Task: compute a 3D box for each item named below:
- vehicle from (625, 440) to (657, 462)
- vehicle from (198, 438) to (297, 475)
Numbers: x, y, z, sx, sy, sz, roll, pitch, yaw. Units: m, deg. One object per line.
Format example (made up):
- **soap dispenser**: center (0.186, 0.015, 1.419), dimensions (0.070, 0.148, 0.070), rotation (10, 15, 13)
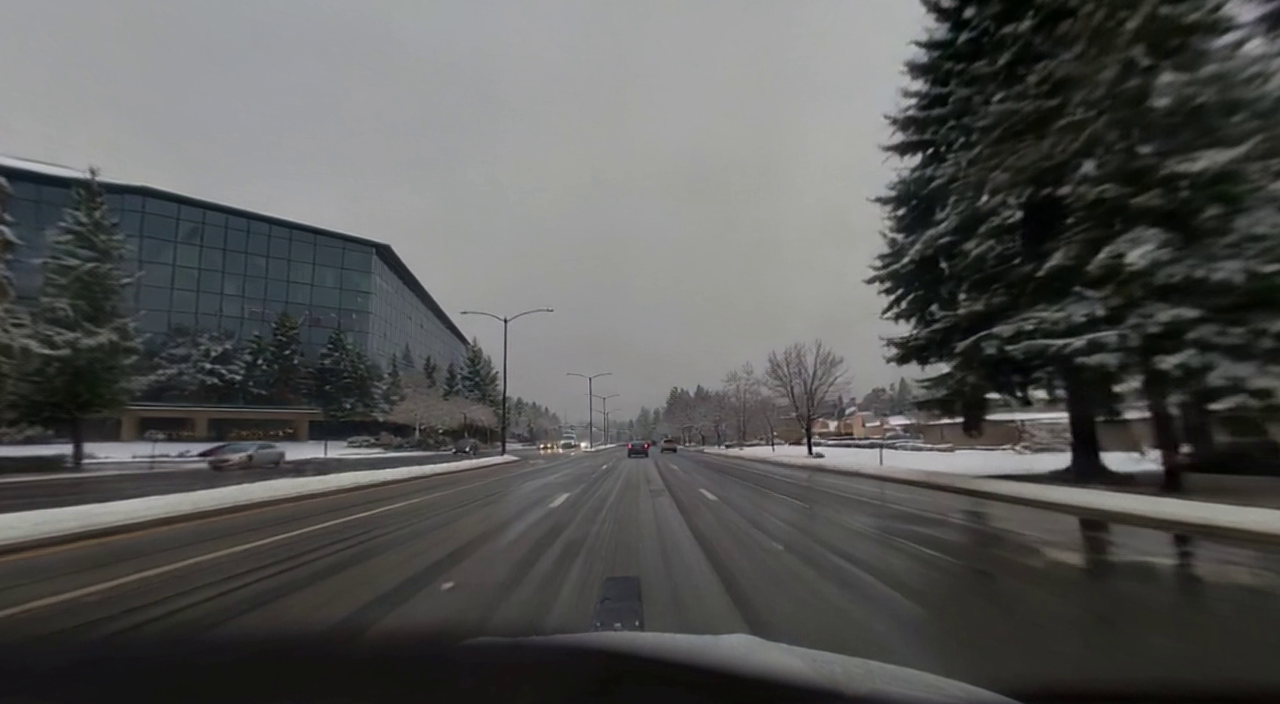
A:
- **vehicle**: center (0.035, 6.859, 43.878), dimensions (2.080, 1.445, 4.096), rotation (0, -8, -1)
- **vehicle**: center (-21.253, 5.667, 34.531), dimensions (2.308, 1.840, 5.236), rotation (1, -8, -4)
